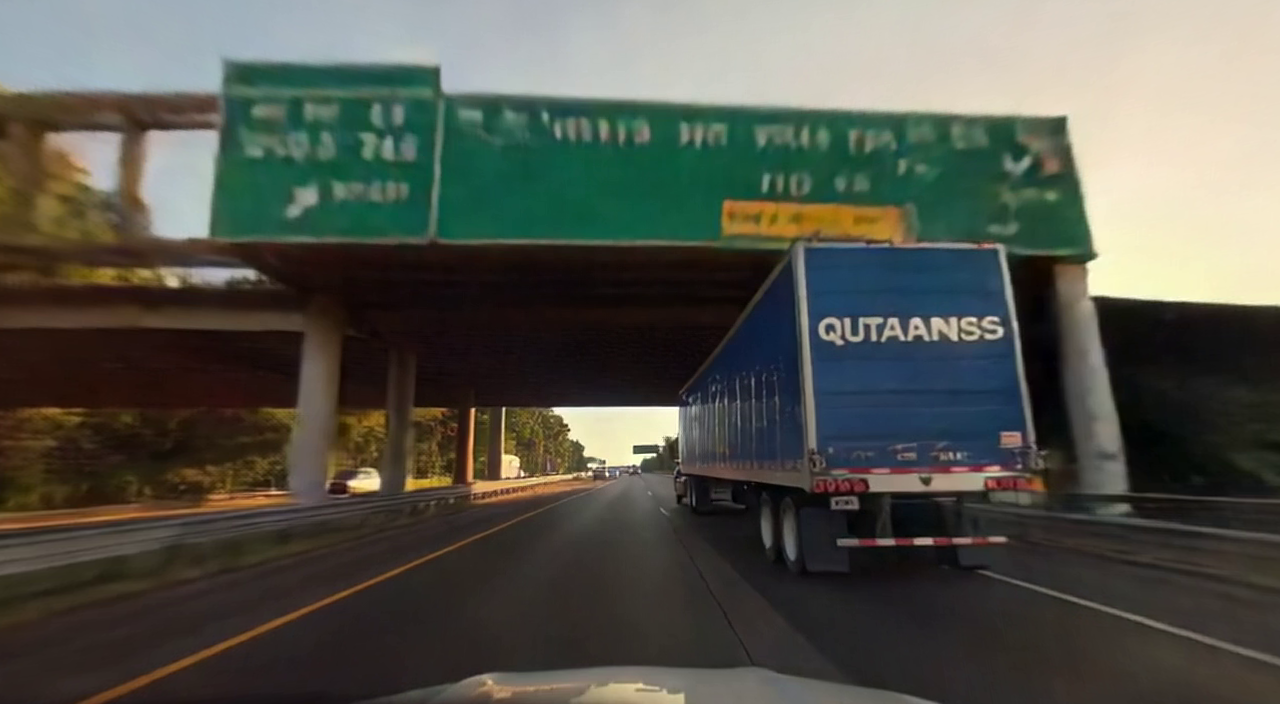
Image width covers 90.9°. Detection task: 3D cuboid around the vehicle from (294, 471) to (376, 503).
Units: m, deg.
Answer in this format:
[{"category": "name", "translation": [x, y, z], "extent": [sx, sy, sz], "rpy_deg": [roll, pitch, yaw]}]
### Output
[{"category": "vehicle", "translation": [-17.224, 7.649, 35.917], "extent": [2.088, 1.600, 4.994], "rpy_deg": [0, -11, 1]}]

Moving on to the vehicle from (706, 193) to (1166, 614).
[{"category": "vehicle", "translation": [3.284, 1.350, 11.313], "extent": [2.871, 4.032, 10.642], "rpy_deg": [1, -11, -1]}]
